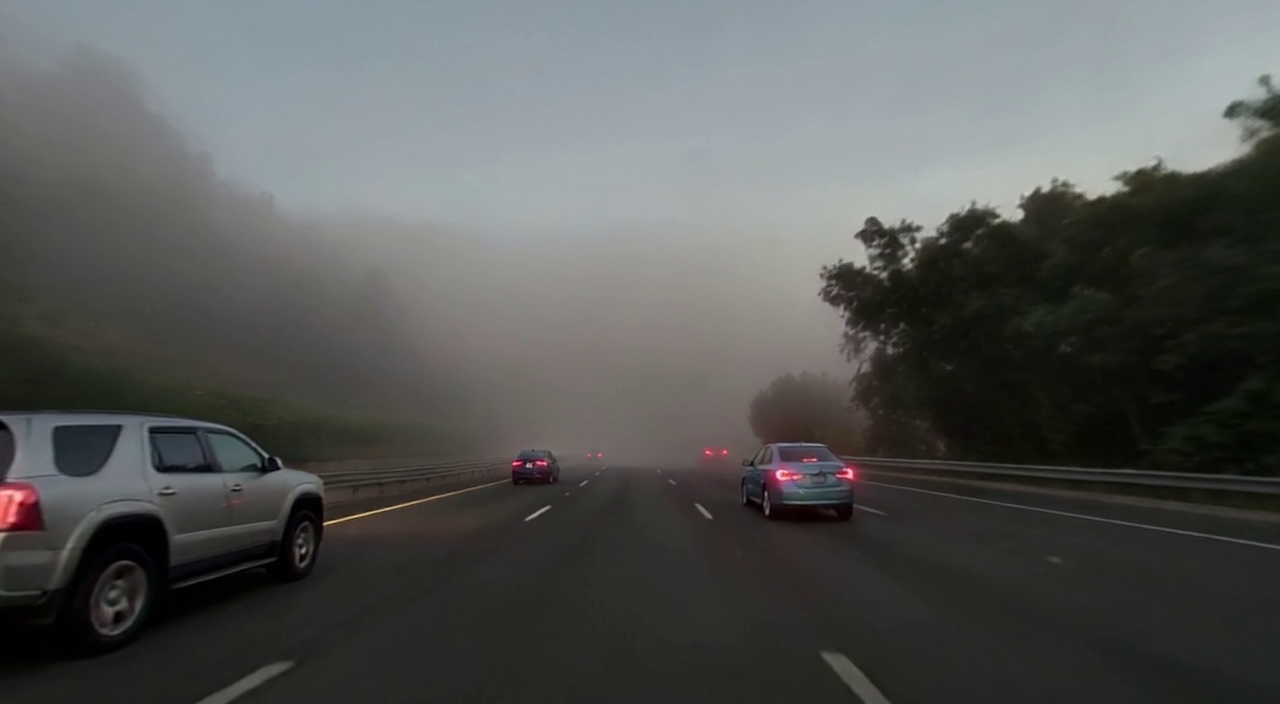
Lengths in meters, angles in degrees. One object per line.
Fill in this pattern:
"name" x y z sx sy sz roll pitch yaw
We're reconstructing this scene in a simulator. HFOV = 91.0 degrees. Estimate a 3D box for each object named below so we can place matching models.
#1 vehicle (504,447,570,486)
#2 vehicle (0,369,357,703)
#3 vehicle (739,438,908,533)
"vehicle" -4.184 4.704 26.185 2.009 1.488 4.289 0 -9 0
"vehicle" -4.377 1.260 5.154 2.079 1.745 4.281 0 -9 0
"vehicle" 3.414 2.581 12.772 2.120 1.572 4.344 0 -9 0
